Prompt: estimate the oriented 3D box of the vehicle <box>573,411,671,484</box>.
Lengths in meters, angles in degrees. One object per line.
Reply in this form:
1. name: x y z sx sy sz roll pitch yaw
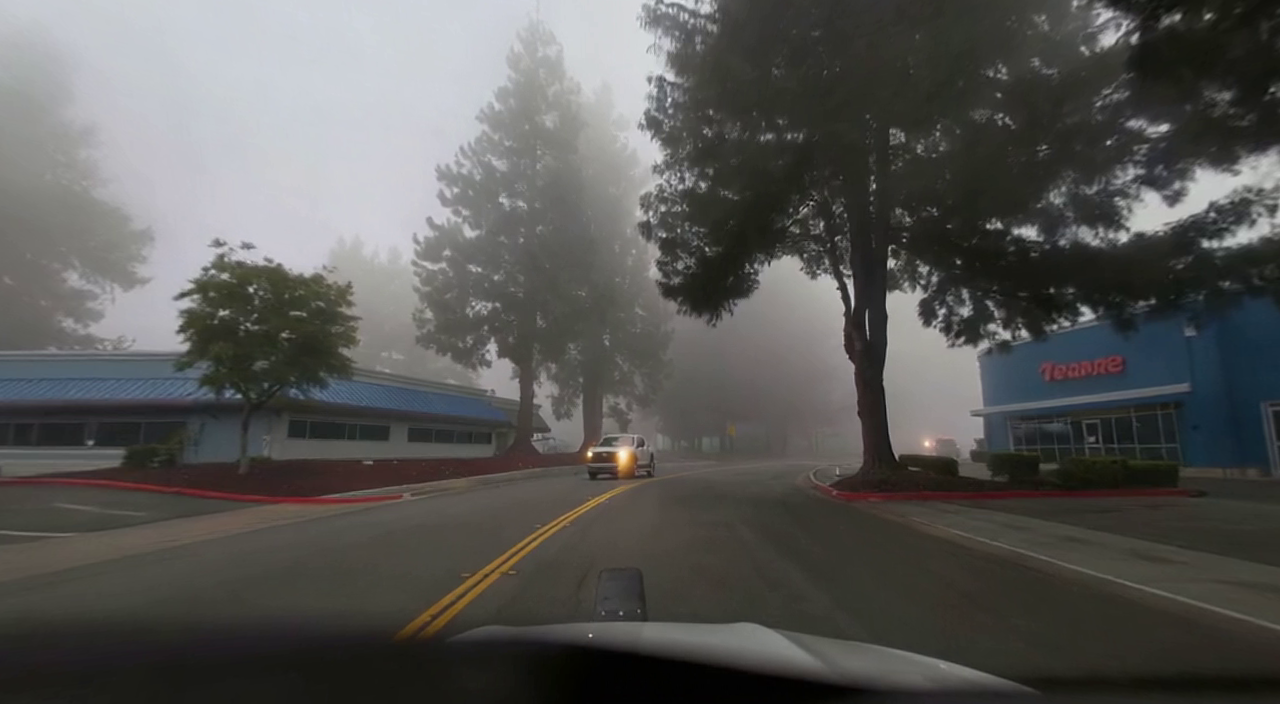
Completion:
1. vehicle: -0.591 4.347 28.849 2.489 2.884 6.940 -3 -9 16
